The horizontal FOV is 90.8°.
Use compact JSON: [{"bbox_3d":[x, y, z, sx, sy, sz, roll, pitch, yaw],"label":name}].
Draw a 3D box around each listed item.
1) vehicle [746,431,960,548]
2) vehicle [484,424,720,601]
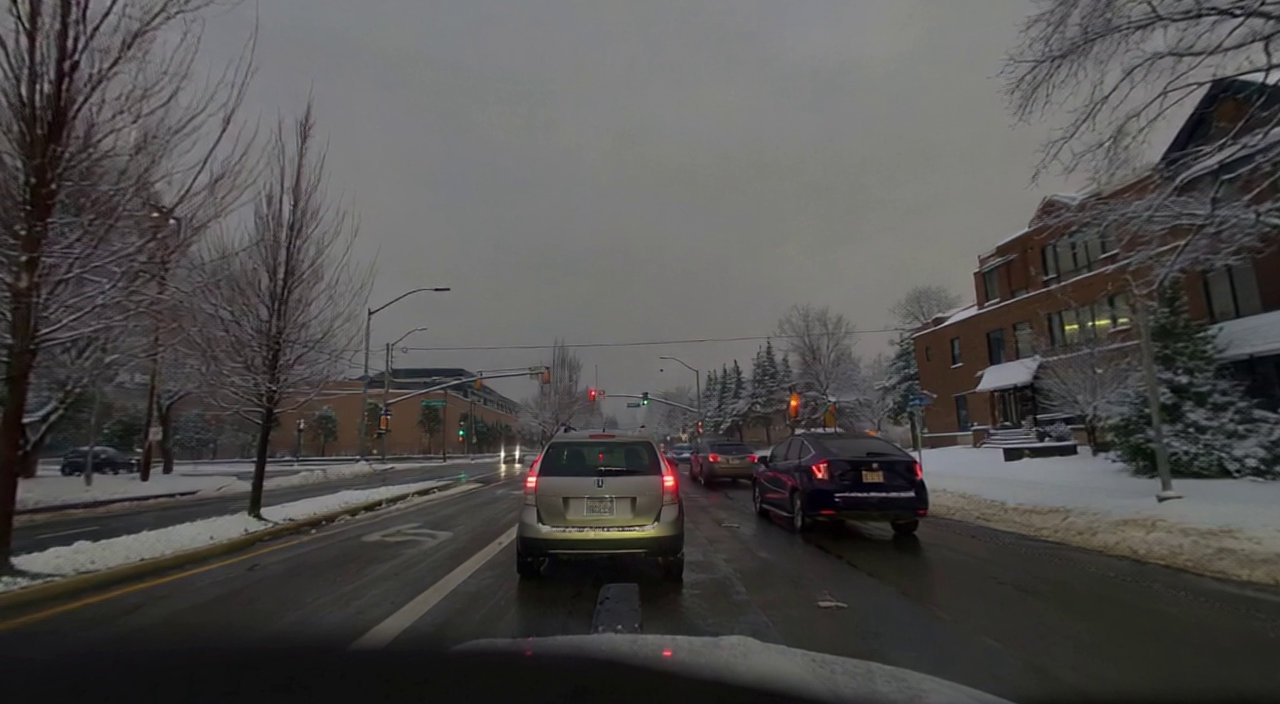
[{"bbox_3d":[3.116,2.100,10.340,1.910,1.474,4.263,0,-9,-2],"label":"vehicle"},{"bbox_3d":[-0.351,1.639,7.237,2.006,1.487,3.535,0,-9,-1],"label":"vehicle"}]
